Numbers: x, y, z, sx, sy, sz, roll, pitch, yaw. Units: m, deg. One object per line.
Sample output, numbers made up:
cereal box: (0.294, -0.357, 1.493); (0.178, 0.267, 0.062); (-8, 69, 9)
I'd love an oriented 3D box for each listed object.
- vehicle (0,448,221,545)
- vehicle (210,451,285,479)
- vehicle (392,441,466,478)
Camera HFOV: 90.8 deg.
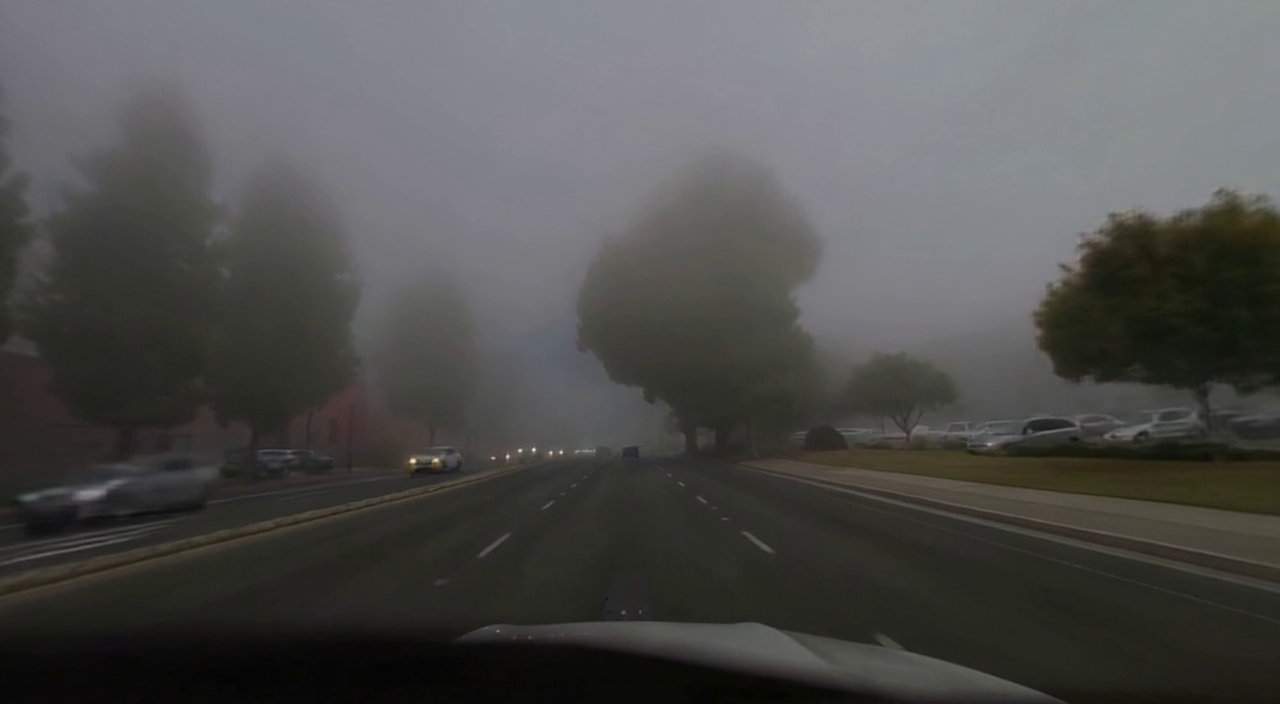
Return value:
vehicle: (-10.816, 2.636, 12.317); (2.020, 1.490, 4.657); (0, -8, 1)
vehicle: (-27.093, 7.781, 43.764); (1.849, 1.724, 4.516); (-3, -9, 9)
vehicle: (-10.425, 5.329, 31.628); (2.025, 1.704, 4.523); (0, -9, 1)
